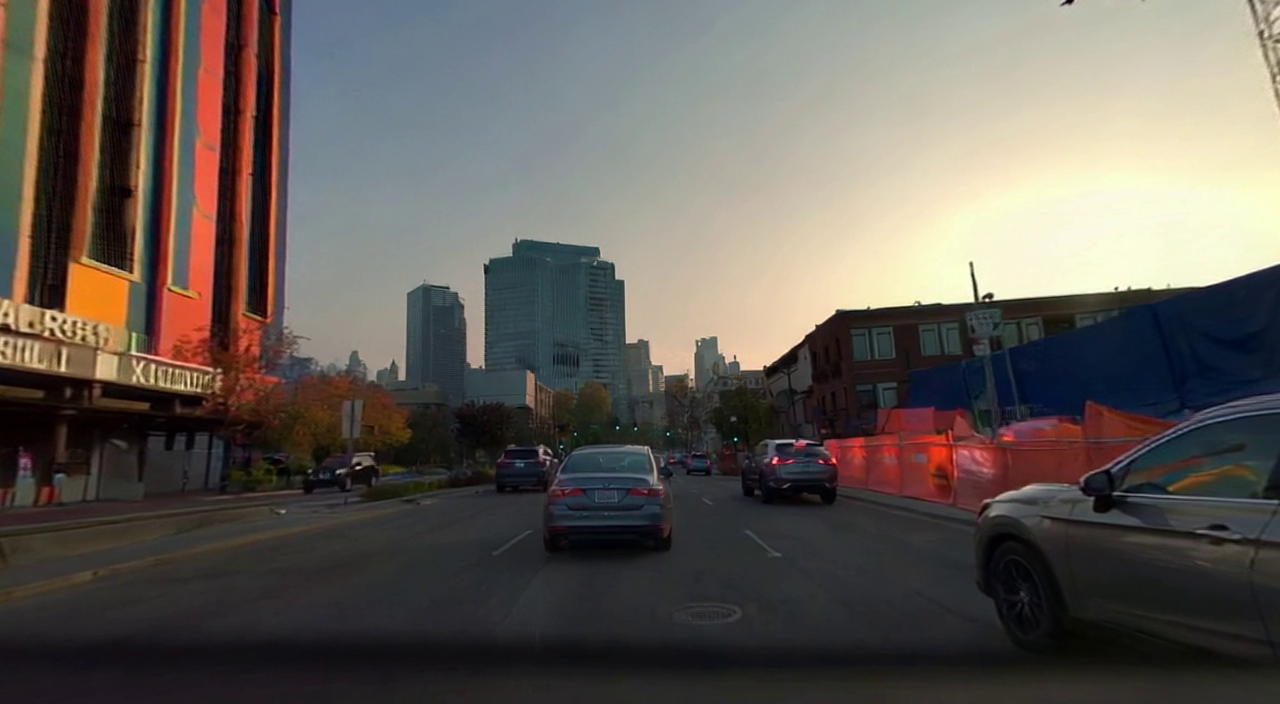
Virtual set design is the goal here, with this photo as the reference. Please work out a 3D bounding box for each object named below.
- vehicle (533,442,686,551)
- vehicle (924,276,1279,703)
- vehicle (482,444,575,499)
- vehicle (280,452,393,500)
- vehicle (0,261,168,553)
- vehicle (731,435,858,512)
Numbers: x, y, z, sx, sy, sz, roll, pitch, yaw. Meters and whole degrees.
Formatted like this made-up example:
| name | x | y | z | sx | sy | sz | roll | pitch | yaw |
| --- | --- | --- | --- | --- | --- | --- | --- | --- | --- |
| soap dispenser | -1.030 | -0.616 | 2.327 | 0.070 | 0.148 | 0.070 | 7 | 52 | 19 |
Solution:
| name | x | y | z | sx | sy | sz | roll | pitch | yaw |
| --- | --- | --- | --- | --- | --- | --- | --- | --- | --- |
| vehicle | -0.363 | 2.325 | 10.946 | 2.131 | 1.496 | 4.193 | 0 | -8 | 2 |
| vehicle | 3.509 | 0.742 | 2.661 | 2.182 | 1.954 | 5.341 | 0 | -8 | 1 |
| vehicle | -3.705 | 4.037 | 21.823 | 2.201 | 1.691 | 4.305 | -1 | -8 | 3 |
| vehicle | -12.633 | 5.162 | 26.749 | 2.136 | 1.764 | 4.855 | -1 | -8 | 4 |
| vehicle | -9.110 | 0.810 | 8.480 | 2.592 | 3.548 | 3.414 | -2 | -9 | 4 |
| vehicle | 4.025 | 3.238 | 17.470 | 2.185 | 1.797 | 4.934 | 0 | -8 | -1 |
